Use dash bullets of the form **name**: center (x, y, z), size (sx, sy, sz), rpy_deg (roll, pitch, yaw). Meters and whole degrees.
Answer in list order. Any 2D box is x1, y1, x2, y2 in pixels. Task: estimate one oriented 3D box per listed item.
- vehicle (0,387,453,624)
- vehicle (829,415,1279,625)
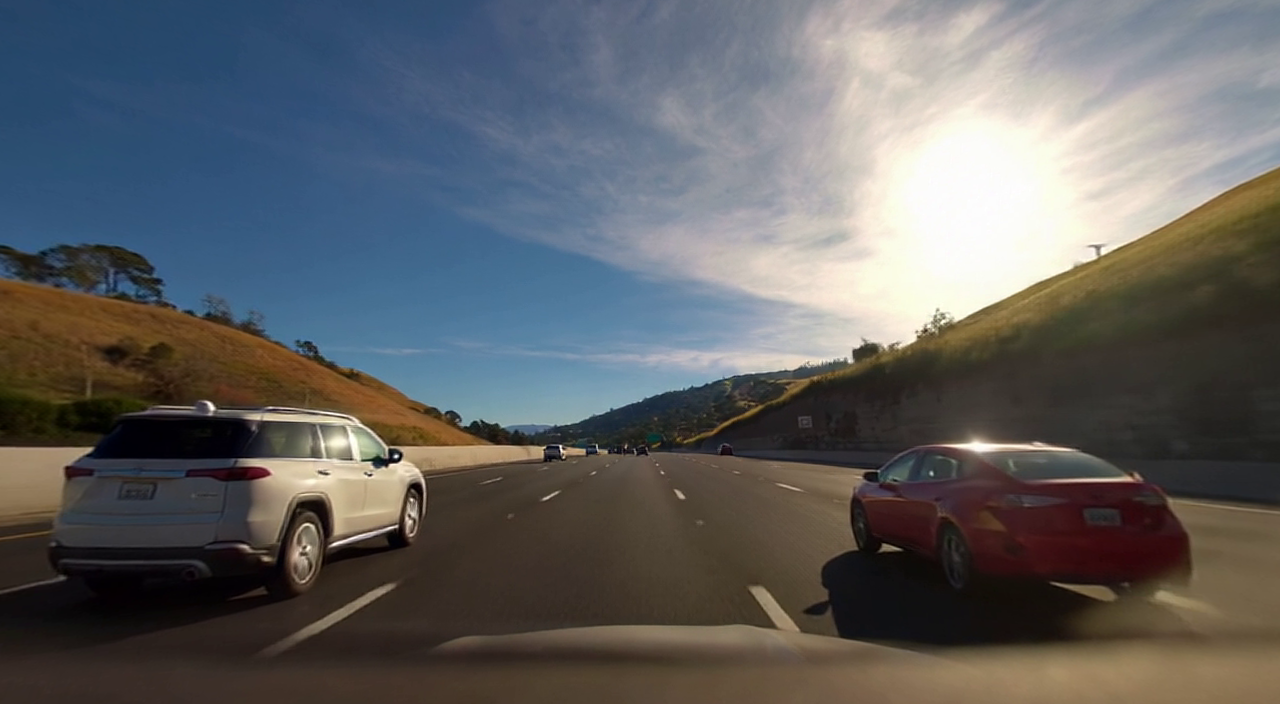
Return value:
- **vehicle**: center (-3.827, 1.467, 7.009), size (2.047, 1.715, 4.689), rpy_deg (0, -9, 0)
- **vehicle**: center (3.658, 1.539, 6.768), size (1.847, 1.493, 4.303), rpy_deg (0, -9, -1)
